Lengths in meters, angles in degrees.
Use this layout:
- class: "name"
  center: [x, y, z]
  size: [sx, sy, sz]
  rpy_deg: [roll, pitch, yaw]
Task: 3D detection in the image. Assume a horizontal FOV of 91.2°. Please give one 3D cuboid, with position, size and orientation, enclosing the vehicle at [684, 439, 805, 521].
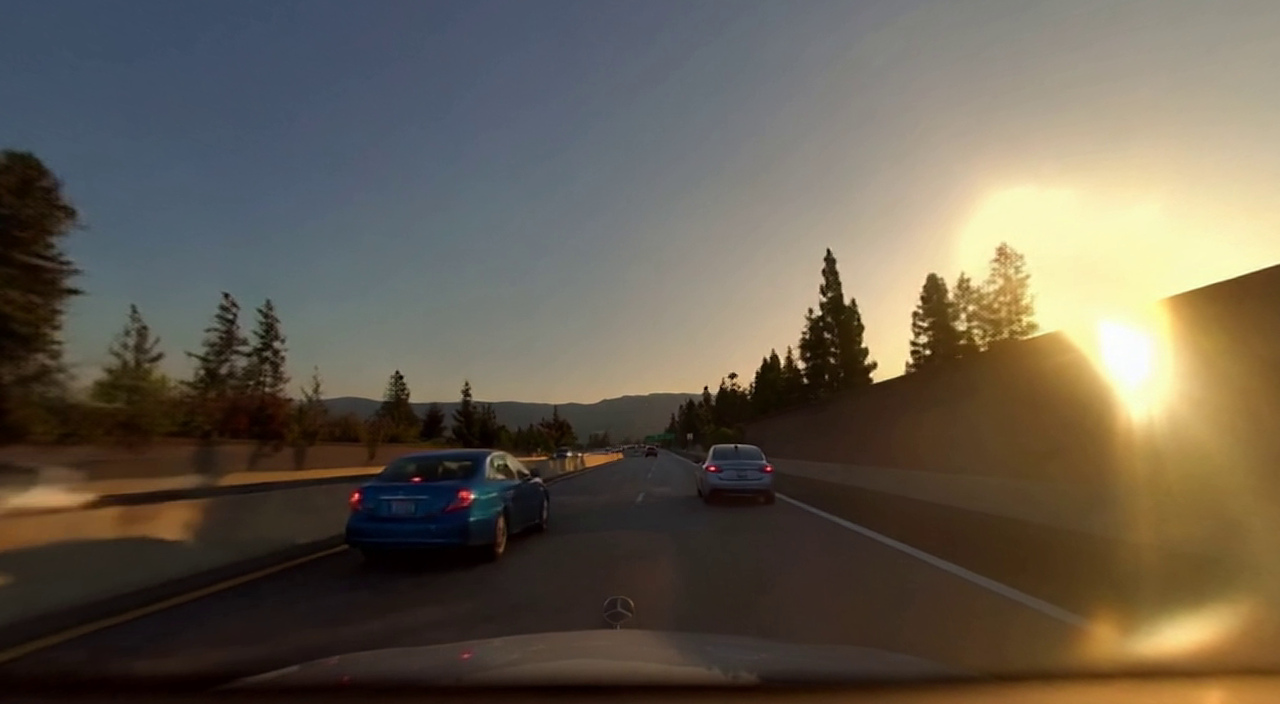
- class: "vehicle"
  center: [2.142, 2.755, 14.017]
  size: [2.021, 1.533, 4.014]
  rpy_deg: [0, -9, 0]

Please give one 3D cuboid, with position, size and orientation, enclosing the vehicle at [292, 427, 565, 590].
- class: "vehicle"
  center: [-2.304, 1.843, 8.243]
  size: [2.083, 1.548, 4.251]
  rpy_deg: [0, -9, 0]
